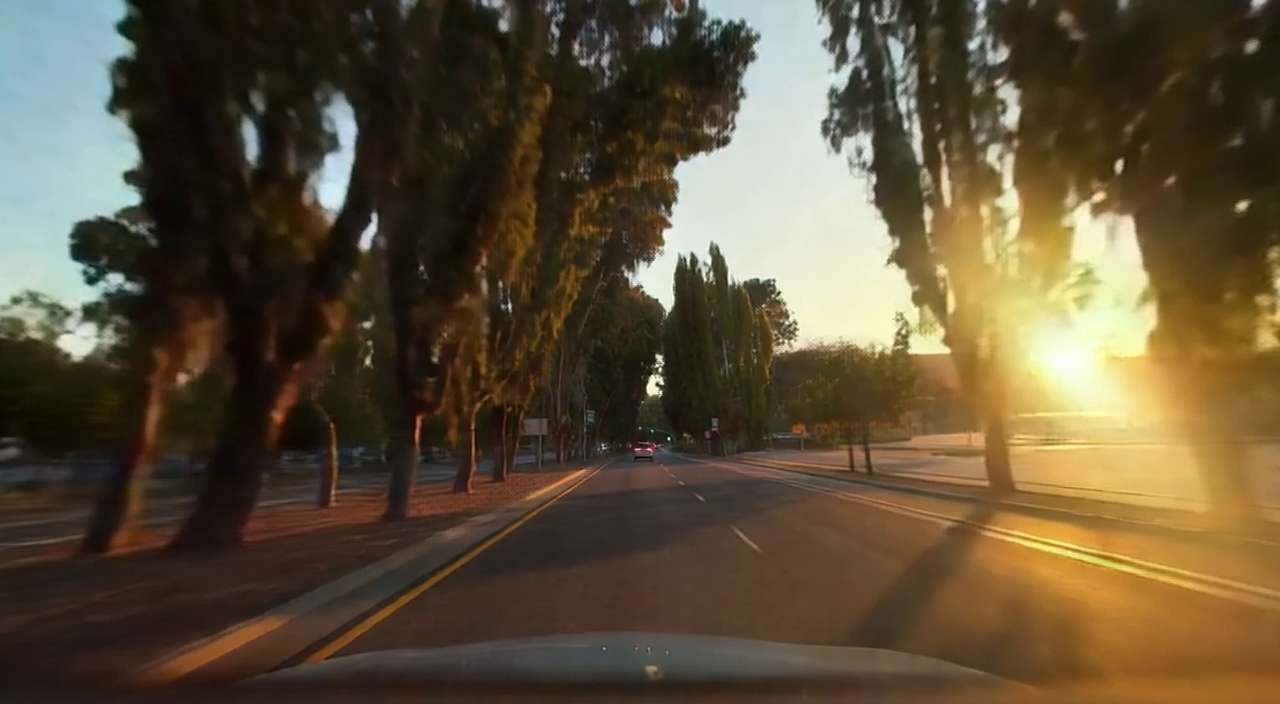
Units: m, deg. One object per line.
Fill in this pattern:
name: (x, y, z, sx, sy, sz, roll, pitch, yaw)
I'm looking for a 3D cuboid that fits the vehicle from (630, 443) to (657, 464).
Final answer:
vehicle: (0.277, 7.946, 49.702, 2.048, 1.584, 4.393, 0, -8, 0)
